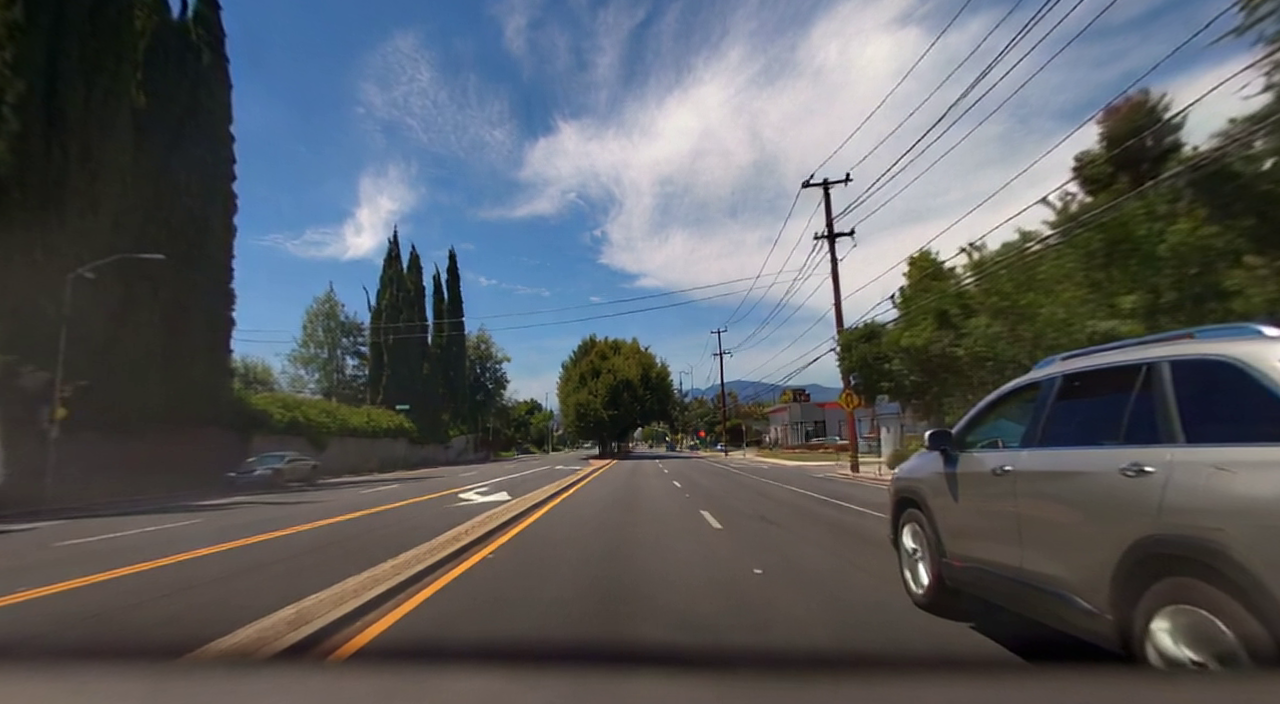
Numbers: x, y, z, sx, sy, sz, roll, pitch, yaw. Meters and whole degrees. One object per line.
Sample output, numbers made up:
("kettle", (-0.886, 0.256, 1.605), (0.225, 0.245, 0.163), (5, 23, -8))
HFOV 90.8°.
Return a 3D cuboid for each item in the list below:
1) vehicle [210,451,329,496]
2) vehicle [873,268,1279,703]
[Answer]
("vehicle", (-14.213, 4.649, 24.595), (2.015, 1.501, 4.307), (0, -8, 0))
("vehicle", (3.039, 0.797, 2.959), (2.060, 1.820, 4.713), (0, -8, 0))
